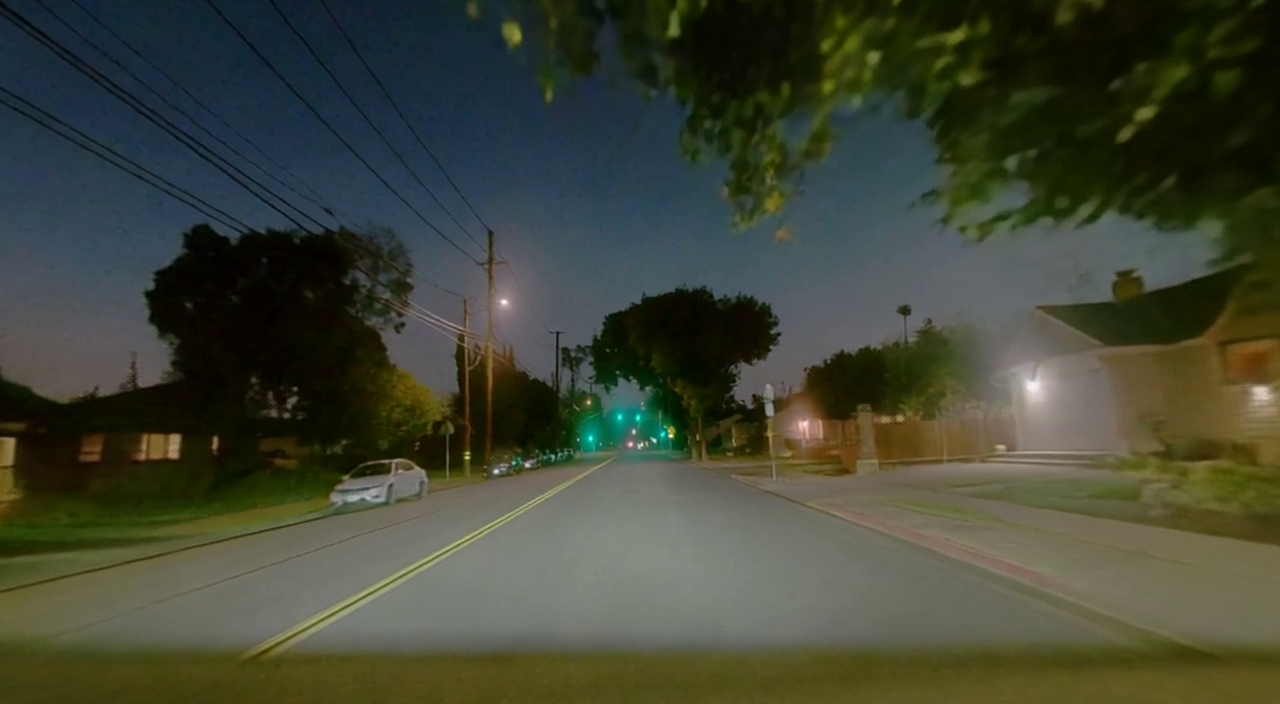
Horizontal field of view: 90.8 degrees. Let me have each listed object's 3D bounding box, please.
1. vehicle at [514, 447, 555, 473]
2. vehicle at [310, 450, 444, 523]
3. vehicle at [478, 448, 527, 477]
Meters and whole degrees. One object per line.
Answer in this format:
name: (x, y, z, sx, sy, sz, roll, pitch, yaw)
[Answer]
vehicle: (-7.612, 7.804, 46.098, 1.839, 1.494, 4.757, -9, -9, 2)
vehicle: (-7.236, 3.691, 17.905, 1.869, 1.442, 4.344, -9, -8, -1)
vehicle: (-7.757, 6.271, 35.997, 1.949, 1.512, 3.818, 0, -8, 0)
